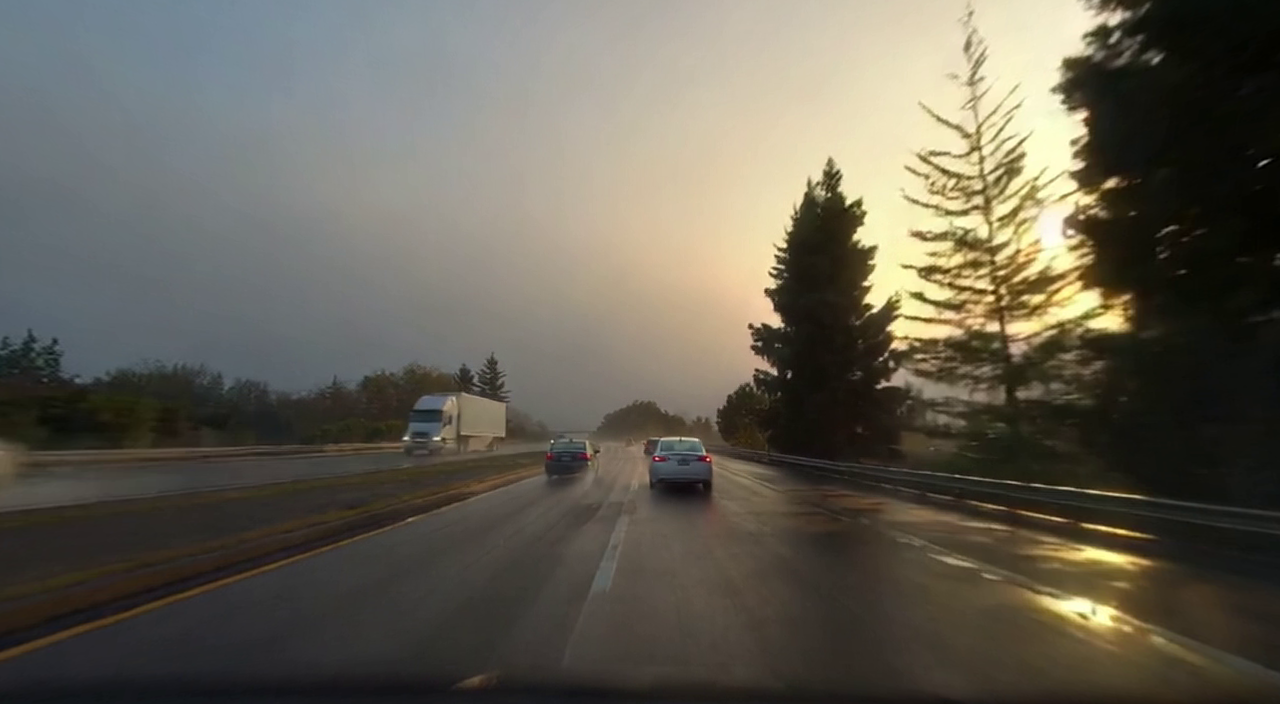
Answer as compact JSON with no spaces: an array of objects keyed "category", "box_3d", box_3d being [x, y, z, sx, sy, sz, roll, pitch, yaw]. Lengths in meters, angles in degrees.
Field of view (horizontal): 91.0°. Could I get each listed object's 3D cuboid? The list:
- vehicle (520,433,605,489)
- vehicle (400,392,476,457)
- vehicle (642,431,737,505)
[{"category":"vehicle","box_3d":[-2.334,3.432,20.176,2.178,1.559,4.254,0,-8,0]},{"category":"vehicle","box_3d":[-13.458,4.952,42.589,2.979,4.027,6.468,0,-8,0]},{"category":"vehicle","box_3d":[1.089,2.894,16.246,2.055,1.566,5.046,-1,-8,0]}]
